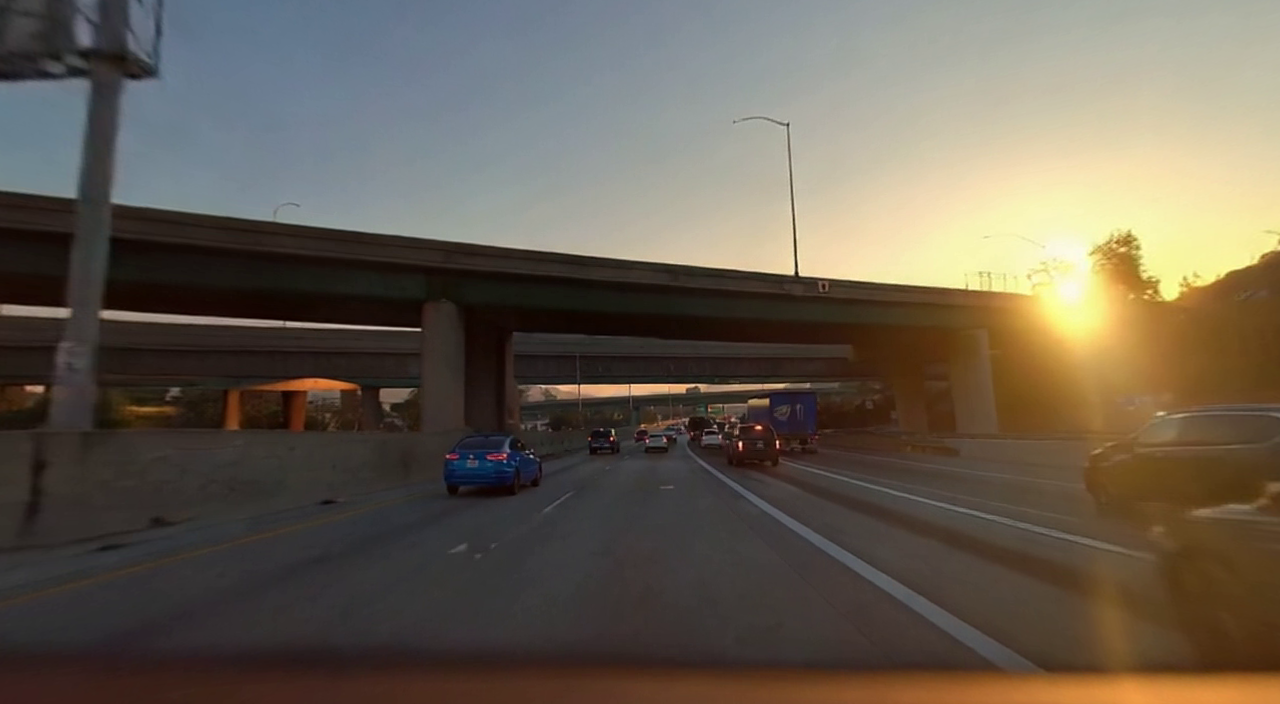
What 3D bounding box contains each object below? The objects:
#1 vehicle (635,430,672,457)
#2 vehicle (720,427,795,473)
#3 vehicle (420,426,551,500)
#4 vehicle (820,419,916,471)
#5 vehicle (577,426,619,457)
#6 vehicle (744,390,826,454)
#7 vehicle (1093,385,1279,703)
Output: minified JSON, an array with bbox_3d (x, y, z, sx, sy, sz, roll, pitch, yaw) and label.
[{"bbox_3d":[0.790,5.309,36.497,2.040,1.461,3.984,-1,-8,1],"label":"vehicle"},{"bbox_3d":[4.209,3.597,23.355,1.933,1.503,4.520,0,-8,0],"label":"vehicle"},{"bbox_3d":[-3.457,2.577,15.079,1.914,1.476,4.416,-1,-8,2],"label":"vehicle"},{"bbox_3d":[8.533,3.539,24.097,2.072,1.761,4.461,-1,-8,1],"label":"vehicle"},{"bbox_3d":[-2.450,5.345,37.649,2.006,1.741,4.277,-1,-8,3],"label":"vehicle"},{"bbox_3d":[9.587,5.075,43.739,3.007,3.725,13.835,-1,-8,3],"label":"vehicle"},{"bbox_3d":[3.421,0.709,1.291,1.933,1.492,4.125,-1,-8,1],"label":"vehicle"}]
